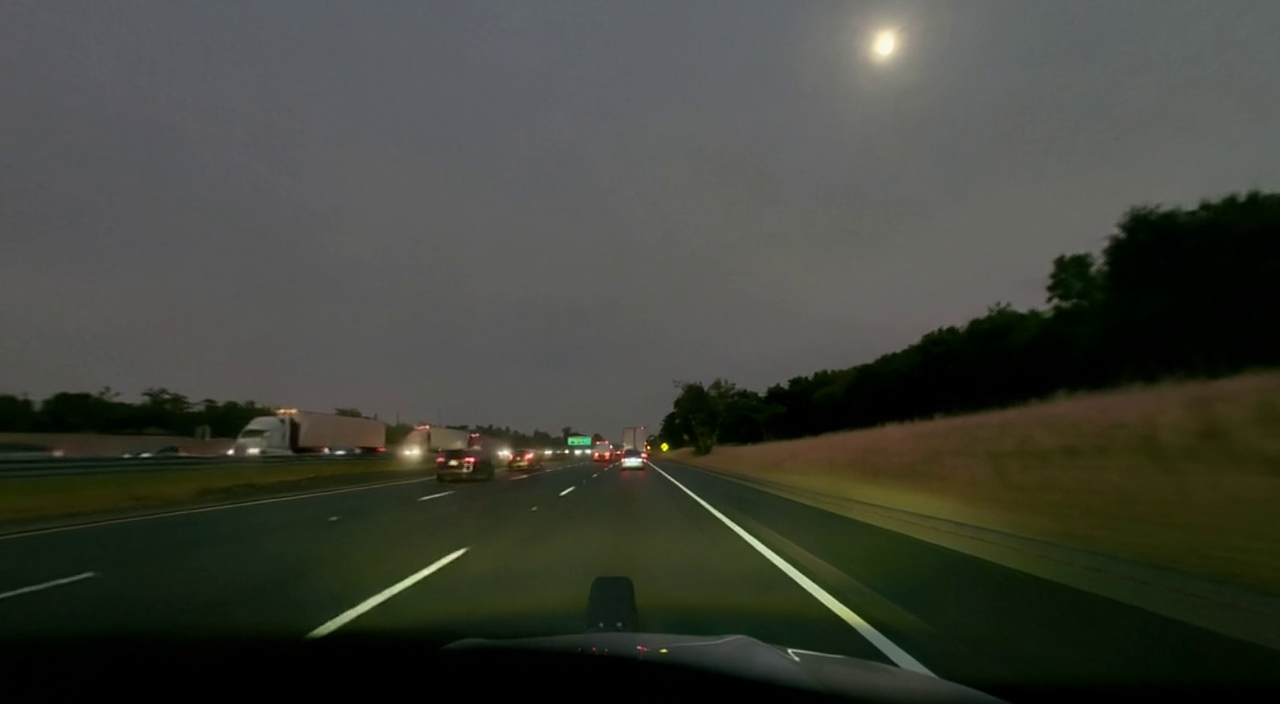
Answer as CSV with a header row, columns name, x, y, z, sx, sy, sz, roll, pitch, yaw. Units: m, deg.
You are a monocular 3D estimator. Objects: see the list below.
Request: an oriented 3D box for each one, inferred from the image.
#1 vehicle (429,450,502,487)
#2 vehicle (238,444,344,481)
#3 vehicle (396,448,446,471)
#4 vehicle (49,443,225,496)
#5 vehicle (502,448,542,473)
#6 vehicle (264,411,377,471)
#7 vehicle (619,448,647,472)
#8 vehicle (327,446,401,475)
name,x,y,z,sx,sy,sz,roll,pitch,yaw
vehicle,-7.406,4.954,27.197,1.895,1.446,4.456,0,-9,0
vehicle,-14.589,4.637,26.663,2.056,1.438,4.297,0,-9,-1
vehicle,-15.275,7.509,44.199,1.918,1.466,4.632,0,-9,0
vehicle,-14.679,3.434,18.766,1.927,1.393,4.071,0,-9,-1
vehicle,-8.231,7.599,44.365,2.004,1.629,4.506,0,-9,0
vehicle,-19.737,5.641,39.678,2.935,3.383,7.992,0,-9,-1
vehicle,-0.520,8.010,46.802,2.009,1.657,3.962,0,-9,-1
vehicle,-14.951,5.896,34.454,2.121,1.452,4.356,0,-9,-1
